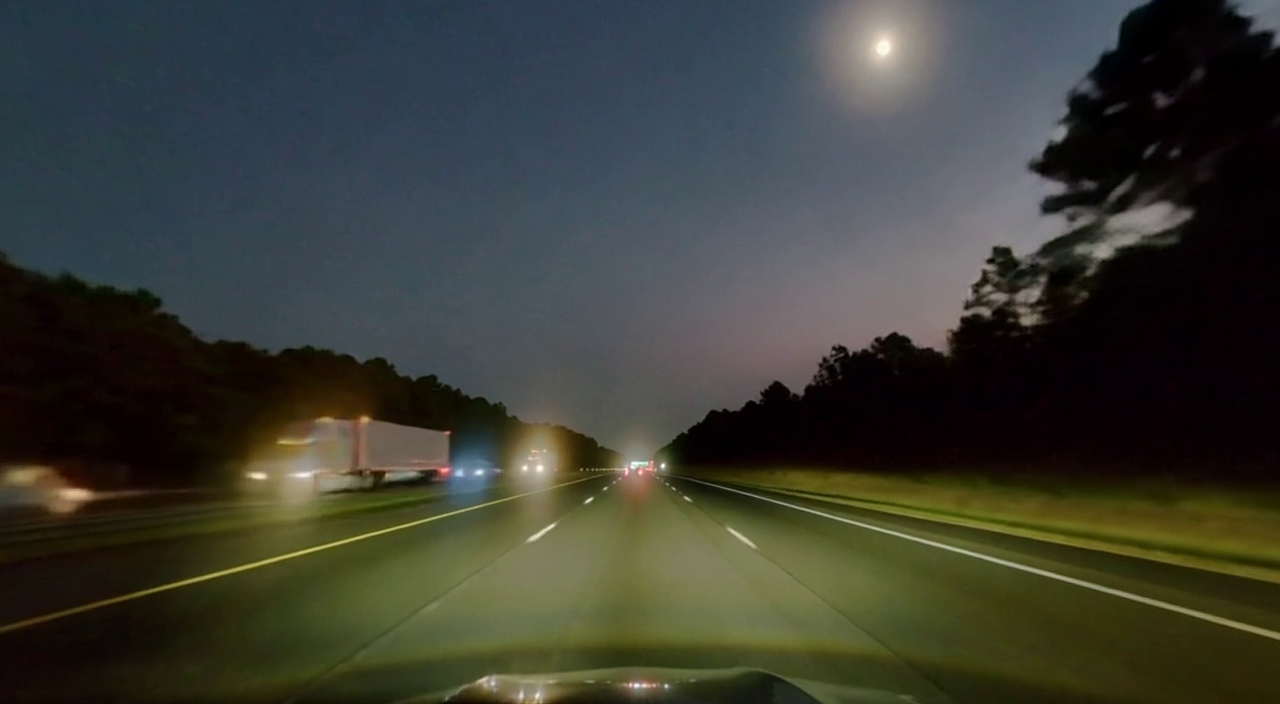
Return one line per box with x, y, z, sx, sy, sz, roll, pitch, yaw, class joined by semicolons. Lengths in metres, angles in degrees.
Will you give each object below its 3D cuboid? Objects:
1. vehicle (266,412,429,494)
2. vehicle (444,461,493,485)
-16.689;6.230;37.958;2.926;3.957;14.303;1;-11;0;vehicle
-12.077;8.569;44.762;2.189;1.563;4.504;0;-10;0;vehicle
